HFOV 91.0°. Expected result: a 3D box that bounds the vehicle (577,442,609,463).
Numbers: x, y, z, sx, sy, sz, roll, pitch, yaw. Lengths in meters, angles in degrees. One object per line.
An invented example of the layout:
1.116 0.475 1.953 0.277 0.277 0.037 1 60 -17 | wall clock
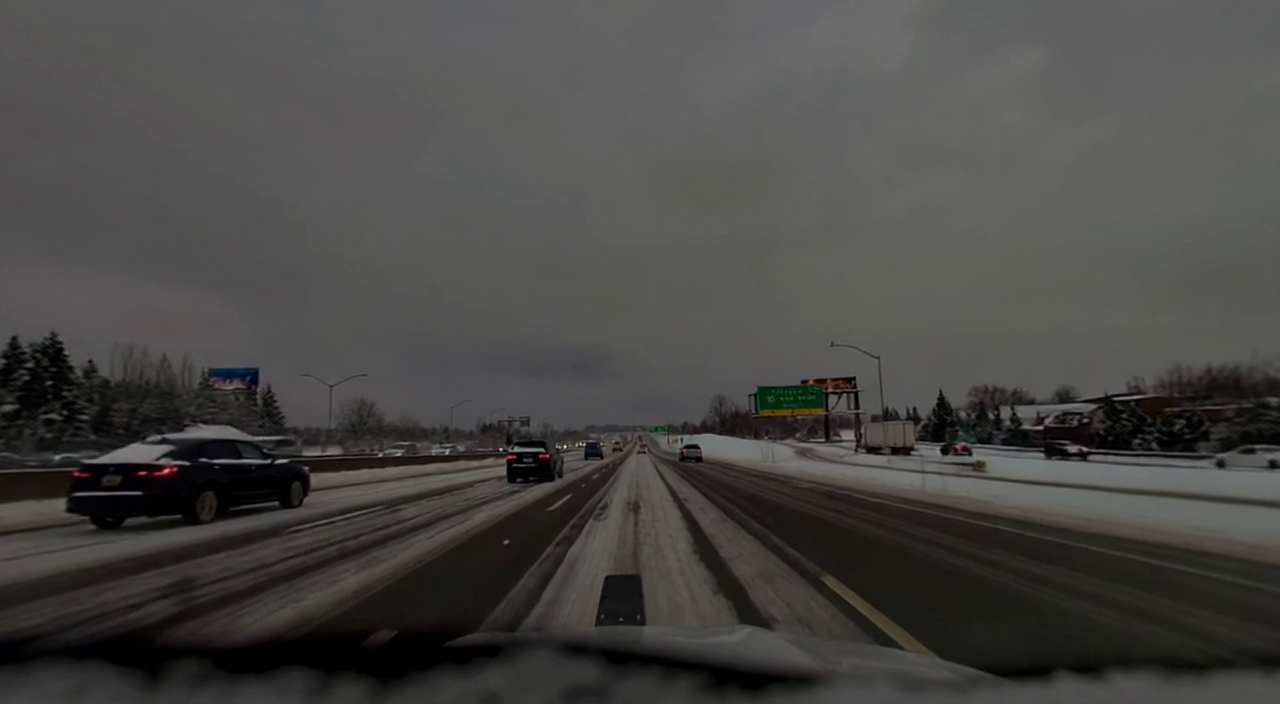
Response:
-3.356 7.308 45.914 1.960 1.494 4.123 0 -8 1 | vehicle

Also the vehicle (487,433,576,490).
-3.285 3.414 19.905 2.001 1.577 4.055 0 -8 1 | vehicle

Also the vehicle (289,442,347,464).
-23.356 7.341 45.808 1.878 1.527 4.355 0 -8 0 | vehicle

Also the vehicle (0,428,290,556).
-7.286 1.972 9.510 1.865 1.518 3.620 0 -8 0 | vehicle

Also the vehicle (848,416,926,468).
18.564 6.879 48.003 2.958 3.538 8.761 0 -8 4 | vehicle
